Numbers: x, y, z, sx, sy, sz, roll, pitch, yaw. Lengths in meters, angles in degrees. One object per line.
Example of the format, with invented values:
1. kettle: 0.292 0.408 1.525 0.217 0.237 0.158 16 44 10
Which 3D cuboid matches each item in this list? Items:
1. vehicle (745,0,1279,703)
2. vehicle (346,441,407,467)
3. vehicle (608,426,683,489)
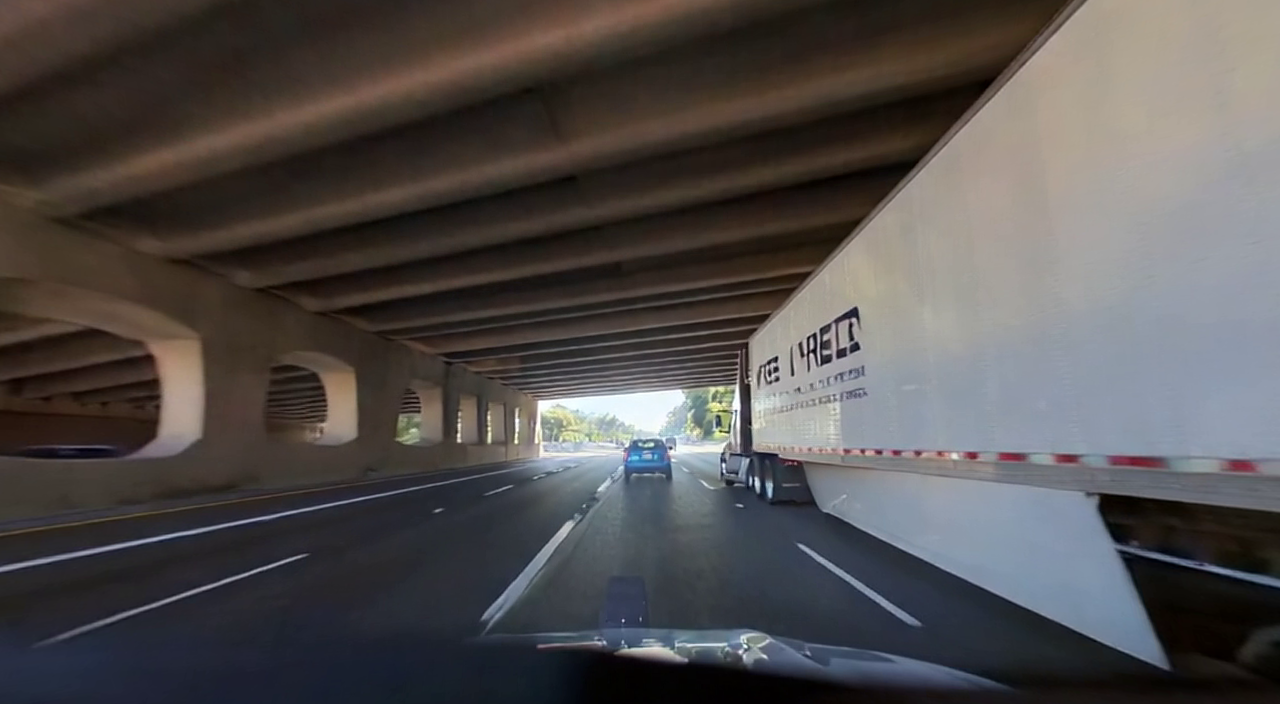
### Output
1. vehicle: 3.392 -0.138 4.585 2.909 4.135 15.820 -1 -8 1
2. vehicle: -18.435 7.147 44.180 2.016 1.678 4.947 0 -8 2
3. vehicle: 0.188 3.191 19.303 2.054 1.706 4.201 0 -8 1
